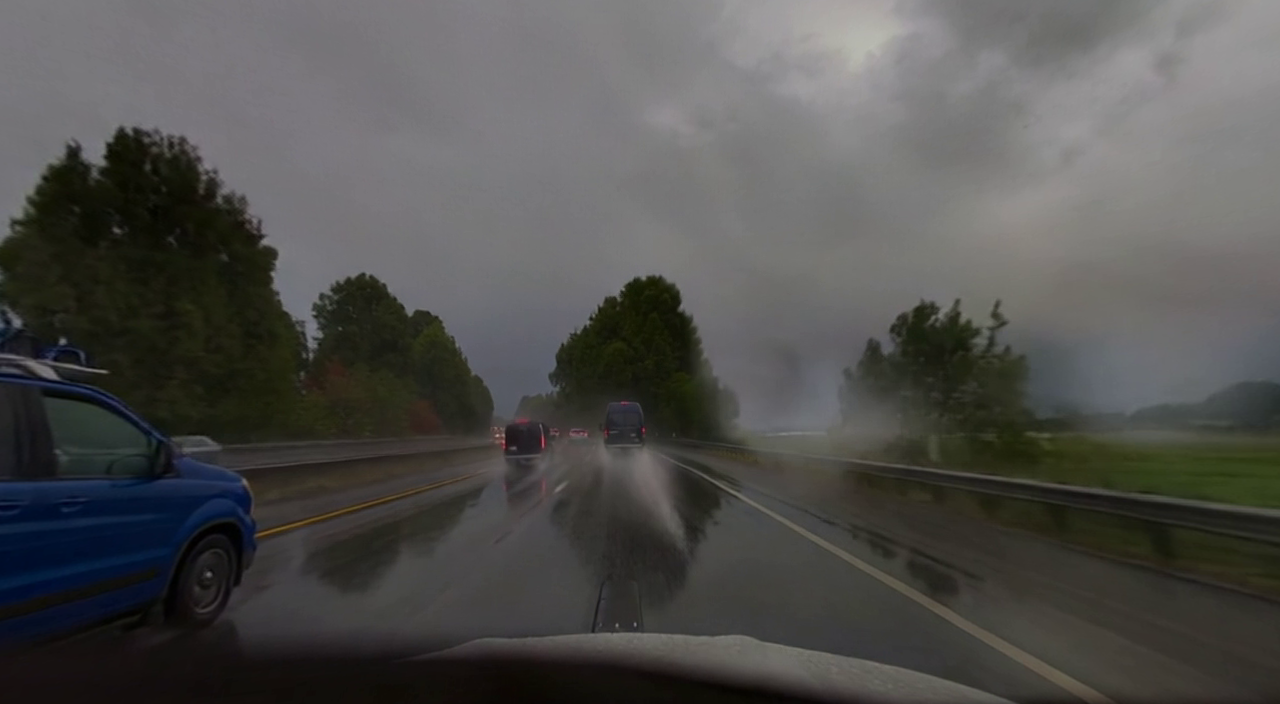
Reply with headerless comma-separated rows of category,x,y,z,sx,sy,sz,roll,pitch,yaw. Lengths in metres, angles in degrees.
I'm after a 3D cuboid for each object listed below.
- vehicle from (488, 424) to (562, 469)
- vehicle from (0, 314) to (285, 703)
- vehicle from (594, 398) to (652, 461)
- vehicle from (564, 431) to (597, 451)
vehicle,-4.421,3.712,24.957,2.110,1.636,4.453,0,-8,-1
vehicle,-3.650,0.684,2.274,2.069,1.751,4.720,0,-8,-2
vehicle,-0.922,3.997,32.271,2.647,2.896,6.480,0,-8,-3
vehicle,-4.544,6.865,48.834,2.251,1.459,4.236,0,-8,-2
